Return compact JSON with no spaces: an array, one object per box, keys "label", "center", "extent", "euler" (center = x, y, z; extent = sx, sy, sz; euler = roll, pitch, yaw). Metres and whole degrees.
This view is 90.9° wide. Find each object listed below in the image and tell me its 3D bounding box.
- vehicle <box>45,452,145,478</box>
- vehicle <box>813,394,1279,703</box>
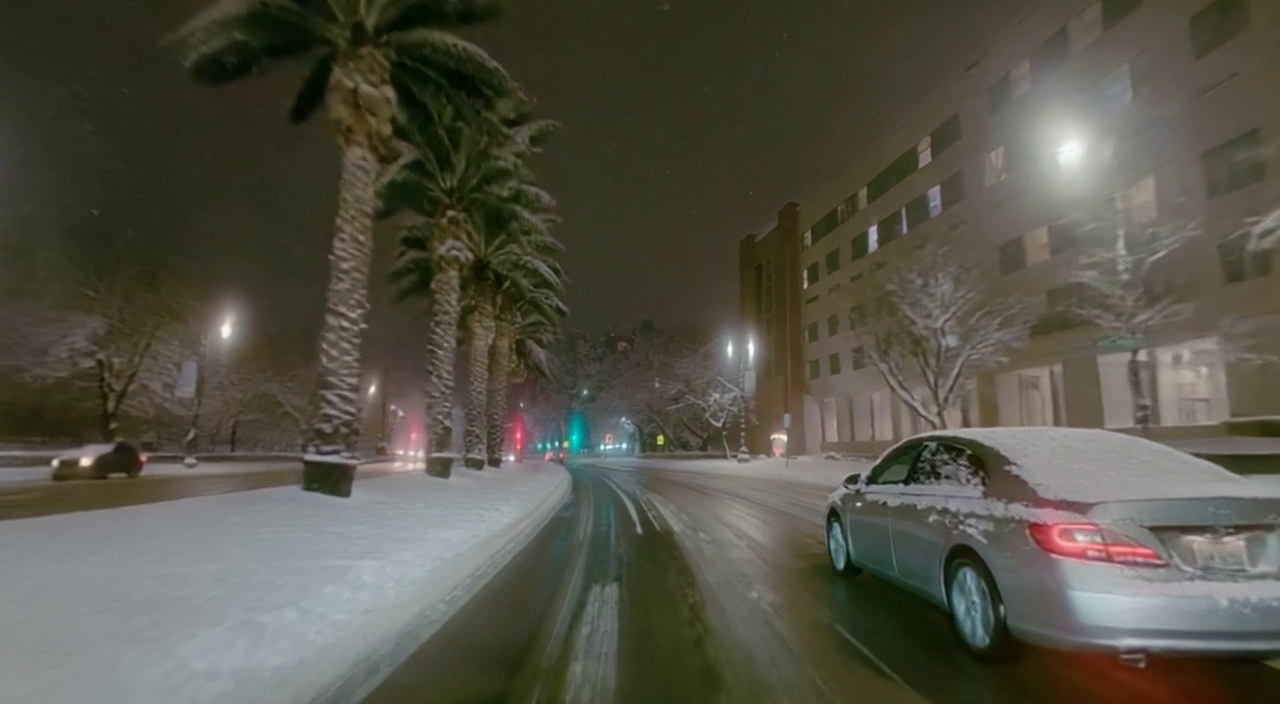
[{"label":"vehicle","center":[-37.759,7.808,43.886],"extent":[2.294,1.634,5.499],"euler":[0,-8,-3]},{"label":"vehicle","center":[2.978,1.292,5.096],"extent":[1.867,1.554,4.301],"euler":[0,-8,-1]}]
